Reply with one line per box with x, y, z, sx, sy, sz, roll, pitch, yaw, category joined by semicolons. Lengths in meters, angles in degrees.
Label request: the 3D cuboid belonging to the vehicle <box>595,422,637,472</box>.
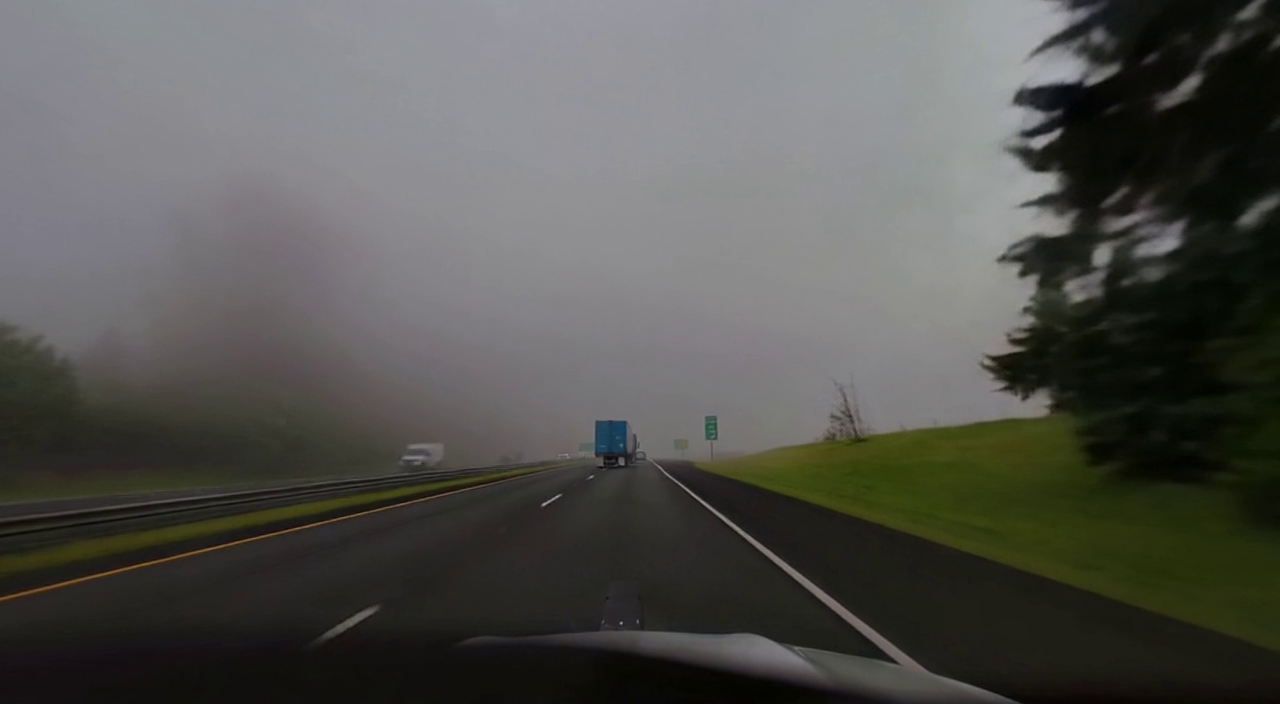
-1.603;6.720;44.517;2.704;3.270;6.745;0;-9;-1;vehicle
